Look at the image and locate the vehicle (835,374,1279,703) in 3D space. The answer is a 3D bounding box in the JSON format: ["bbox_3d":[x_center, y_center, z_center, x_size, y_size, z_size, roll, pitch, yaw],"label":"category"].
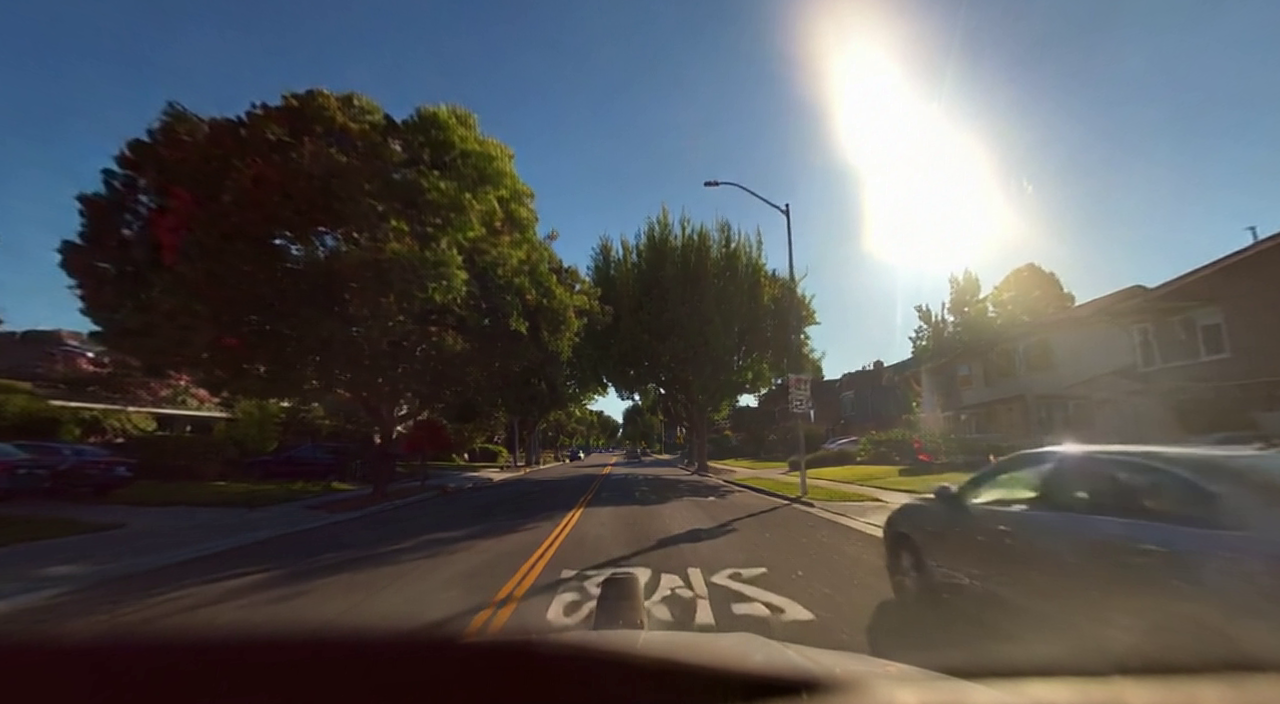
[{"bbox_3d":[3.047,1.193,4.126,1.988,1.618,4.567,0,-8,-1],"label":"vehicle"}]

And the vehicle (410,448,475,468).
[{"bbox_3d":[-15.260,8.206,48.985,4.388,1.449,1.882,0,-9,-2],"label":"vehicle"}]
